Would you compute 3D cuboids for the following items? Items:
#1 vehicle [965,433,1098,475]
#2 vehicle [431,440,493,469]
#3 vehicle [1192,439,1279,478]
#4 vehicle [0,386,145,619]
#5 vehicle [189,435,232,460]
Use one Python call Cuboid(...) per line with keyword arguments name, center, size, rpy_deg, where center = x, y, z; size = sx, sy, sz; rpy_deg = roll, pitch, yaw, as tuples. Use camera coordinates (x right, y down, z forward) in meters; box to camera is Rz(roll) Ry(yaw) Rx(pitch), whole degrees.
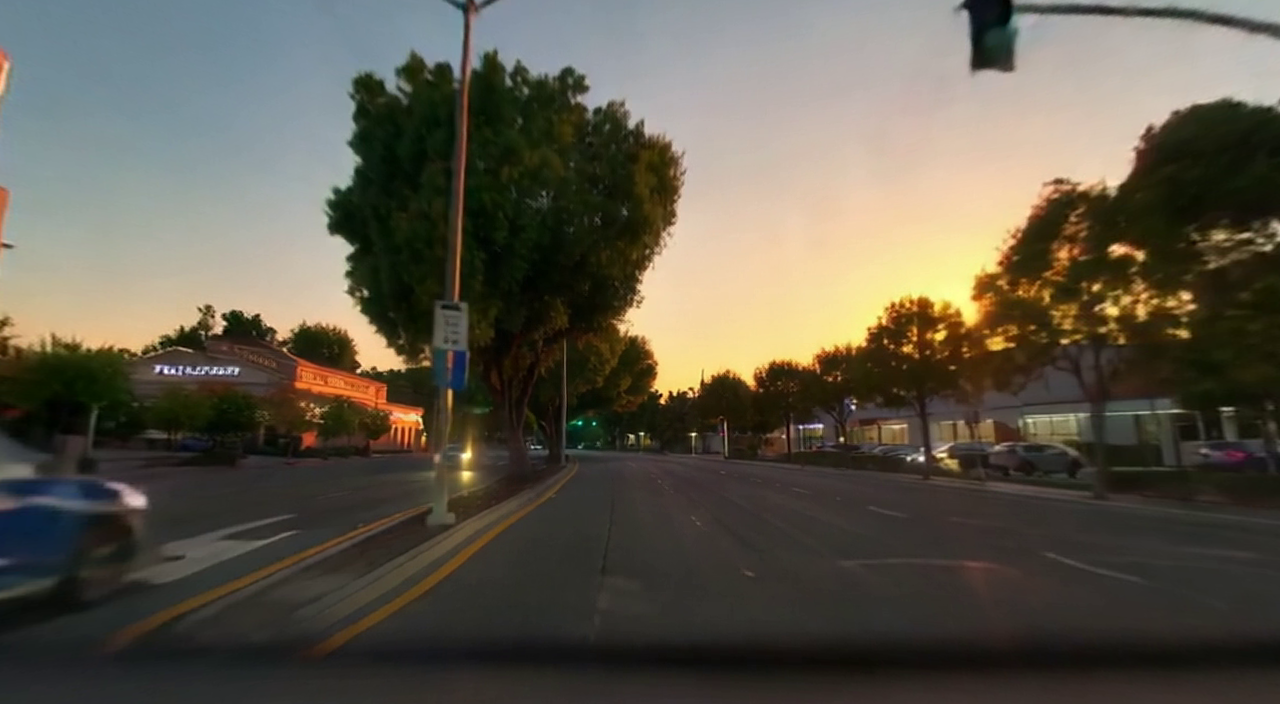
Cuboid(name="vehicle", center=(17.217, 4.539, 27.956), size=(4.481, 1.685, 2.195), rpy_deg=(2, -10, -4))
Cuboid(name="vehicle", center=(-9.772, 5.631, 35.003), size=(2.094, 1.485, 4.446), rpy_deg=(0, -9, 1))
Cuboid(name="vehicle", center=(30.730, 5.223, 30.981), size=(5.610, 1.800, 2.254), rpy_deg=(2, -9, -8))
Cuboid(name="vehicle", center=(-5.638, 0.999, 3.872), size=(2.057, 1.709, 4.590), rpy_deg=(1, -9, -10))
Cuboid(name="vehicle", center=(-33.579, 7.480, 49.480), size=(2.072, 1.840, 5.198), rpy_deg=(4, -10, -27))
